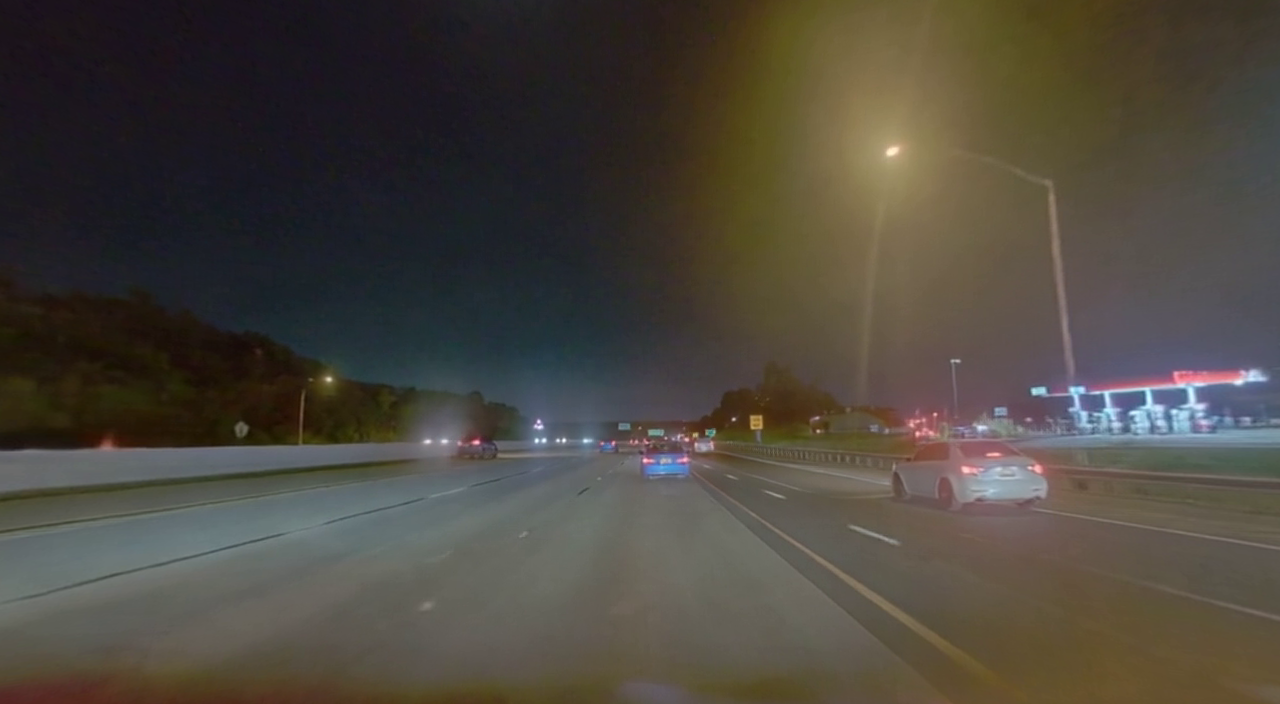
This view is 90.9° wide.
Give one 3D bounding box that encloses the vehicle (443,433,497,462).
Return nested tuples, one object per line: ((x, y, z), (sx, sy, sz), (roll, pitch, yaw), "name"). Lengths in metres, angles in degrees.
((-10.331, 5.847, 38.633), (1.950, 1.664, 4.403), (0, -8, 1), "vehicle")

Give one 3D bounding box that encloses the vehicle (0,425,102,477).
((-21.362, 3.365, 21.555), (1.901, 1.635, 4.548), (0, -8, 0), "vehicle")

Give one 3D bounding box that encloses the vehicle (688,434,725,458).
((5.003, 7.170, 48.096), (2.261, 1.781, 4.709), (0, -8, -1), "vehicle")

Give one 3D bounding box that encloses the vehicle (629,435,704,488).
((0.742, 3.404, 19.842), (2.113, 1.464, 4.073), (0, -8, 0), "vehicle")

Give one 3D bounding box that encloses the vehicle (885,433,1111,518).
((7.081, 2.472, 13.172), (2.030, 1.442, 4.358), (0, -8, -2), "vehicle")
